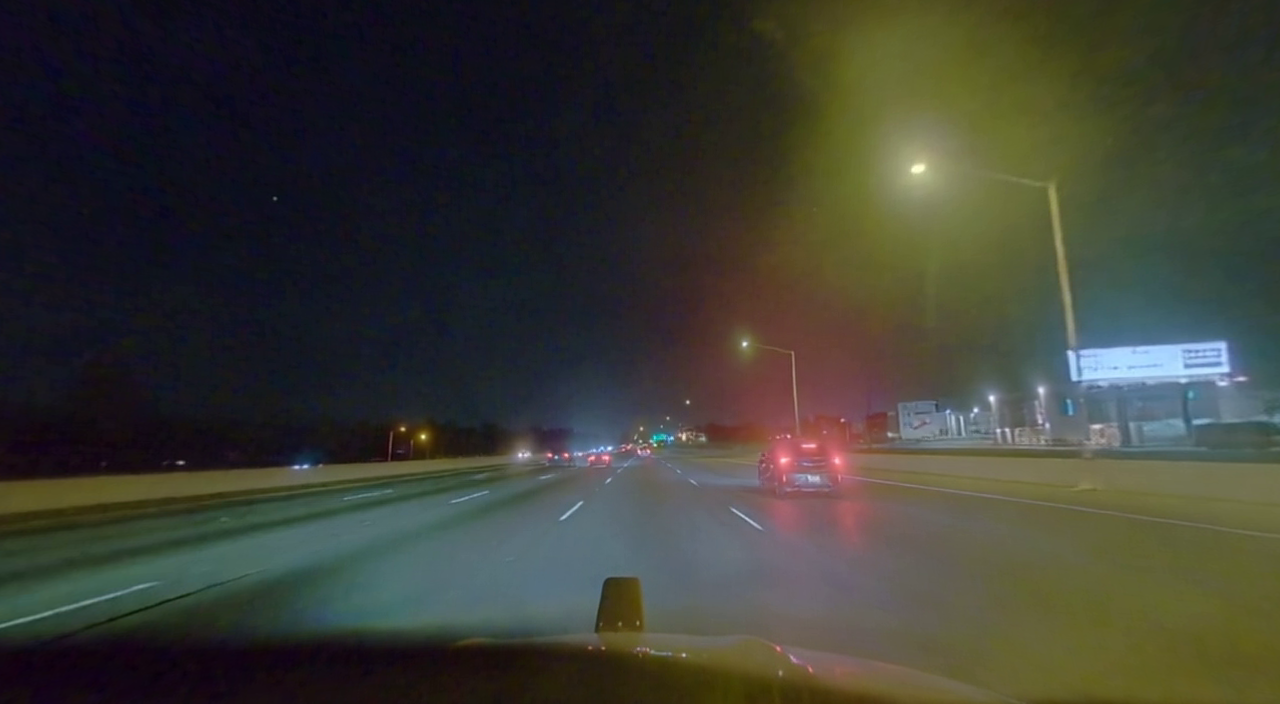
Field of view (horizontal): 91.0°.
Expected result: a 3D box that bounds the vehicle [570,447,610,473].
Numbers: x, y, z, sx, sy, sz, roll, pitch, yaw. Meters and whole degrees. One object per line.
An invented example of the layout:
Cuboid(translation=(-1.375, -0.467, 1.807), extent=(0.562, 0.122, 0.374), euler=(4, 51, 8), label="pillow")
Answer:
Cuboid(translation=(-3.091, 6.808, 39.949), extent=(2.139, 1.510, 4.506), euler=(0, -9, 0), label="vehicle")

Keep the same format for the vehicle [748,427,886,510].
Cuboid(translation=(4.234, 2.889, 16.050), extent=(2.109, 1.764, 4.704), euler=(0, -9, 0), label="vehicle")
